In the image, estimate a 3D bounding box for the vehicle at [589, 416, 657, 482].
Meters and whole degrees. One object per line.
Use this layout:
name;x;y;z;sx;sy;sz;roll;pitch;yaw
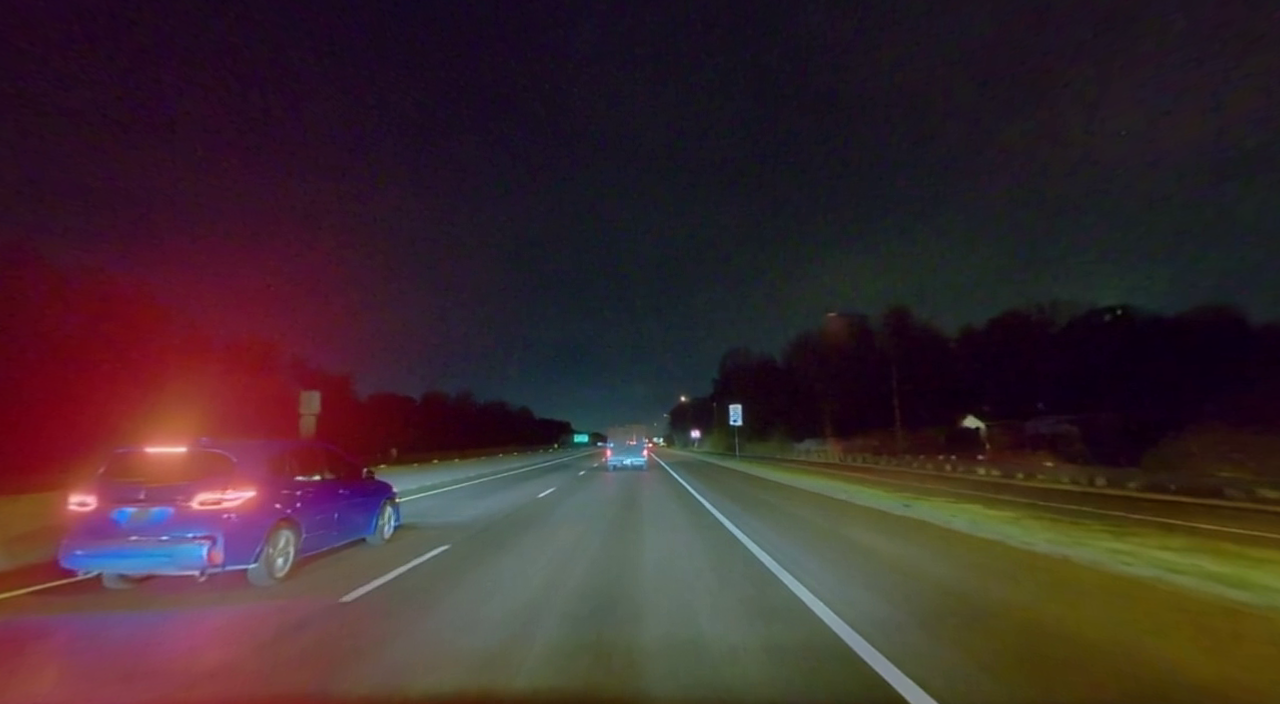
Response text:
vehicle;-0.557;3.569;23.393;2.248;2.154;4.892;0;-8;0

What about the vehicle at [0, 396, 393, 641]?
vehicle;-4.552;1.456;6.556;2.198;1.666;4.311;0;-8;0
